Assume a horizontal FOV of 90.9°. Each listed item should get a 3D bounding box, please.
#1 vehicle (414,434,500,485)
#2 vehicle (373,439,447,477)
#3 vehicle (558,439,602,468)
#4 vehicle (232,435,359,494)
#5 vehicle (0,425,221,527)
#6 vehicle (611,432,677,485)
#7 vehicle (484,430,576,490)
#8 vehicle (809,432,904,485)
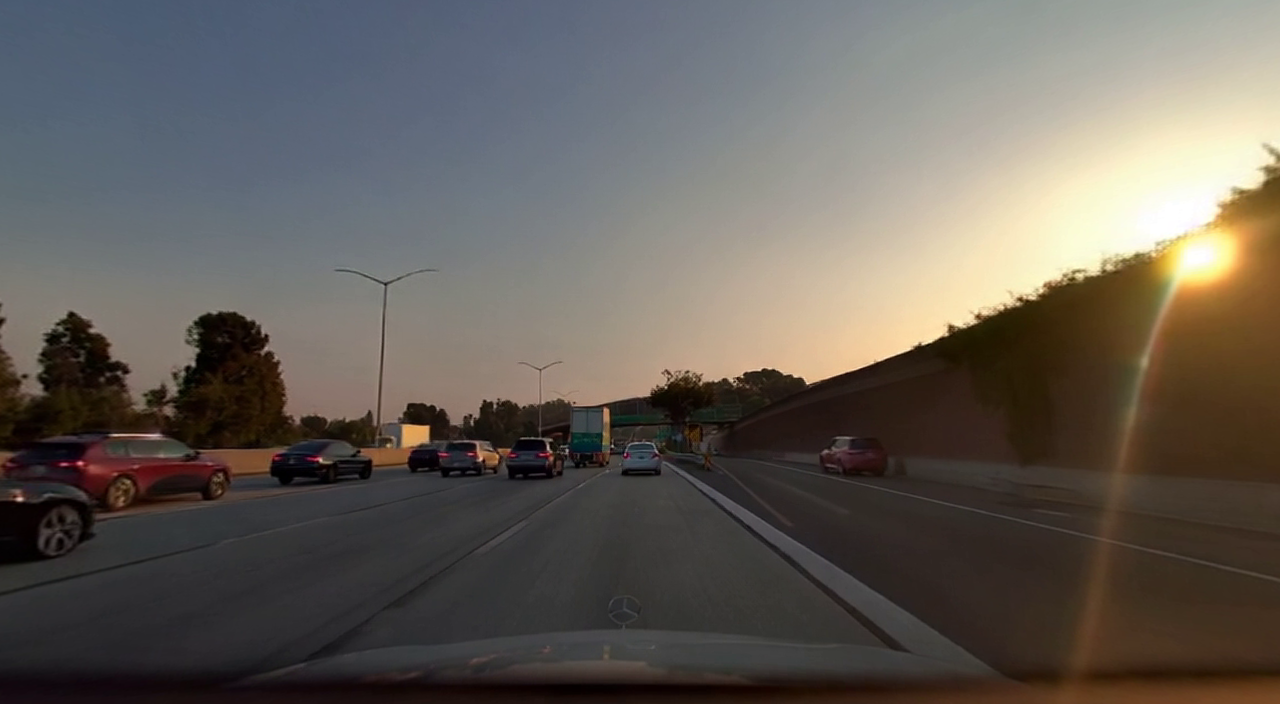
[{"bbox_3d":[-6.938,4.093,24.379,1.998,1.770,4.222,0,-8,1],"label":"vehicle"},{"bbox_3d":[-10.812,5.008,30.005,1.894,1.669,4.251,0,-8,0],"label":"vehicle"},{"bbox_3d":[-3.656,6.281,39.167,2.243,1.683,4.178,0,-8,1],"label":"vehicle"},{"bbox_3d":[-10.962,3.591,20.447,1.863,1.696,3.885,0,-8,1],"label":"vehicle"},{"bbox_3d":[-11.214,2.478,13.171,1.871,1.747,4.342,0,-8,0],"label":"vehicle"},{"bbox_3d":[0.153,3.824,22.868,2.180,1.716,3.920,0,-8,1],"label":"vehicle"},{"bbox_3d":[-3.563,3.594,21.385,2.125,1.792,4.466,0,-8,2],"label":"vehicle"},{"bbox_3d":[7.729,3.838,23.038,2.026,1.718,4.522,-1,-8,3],"label":"vehicle"}]
